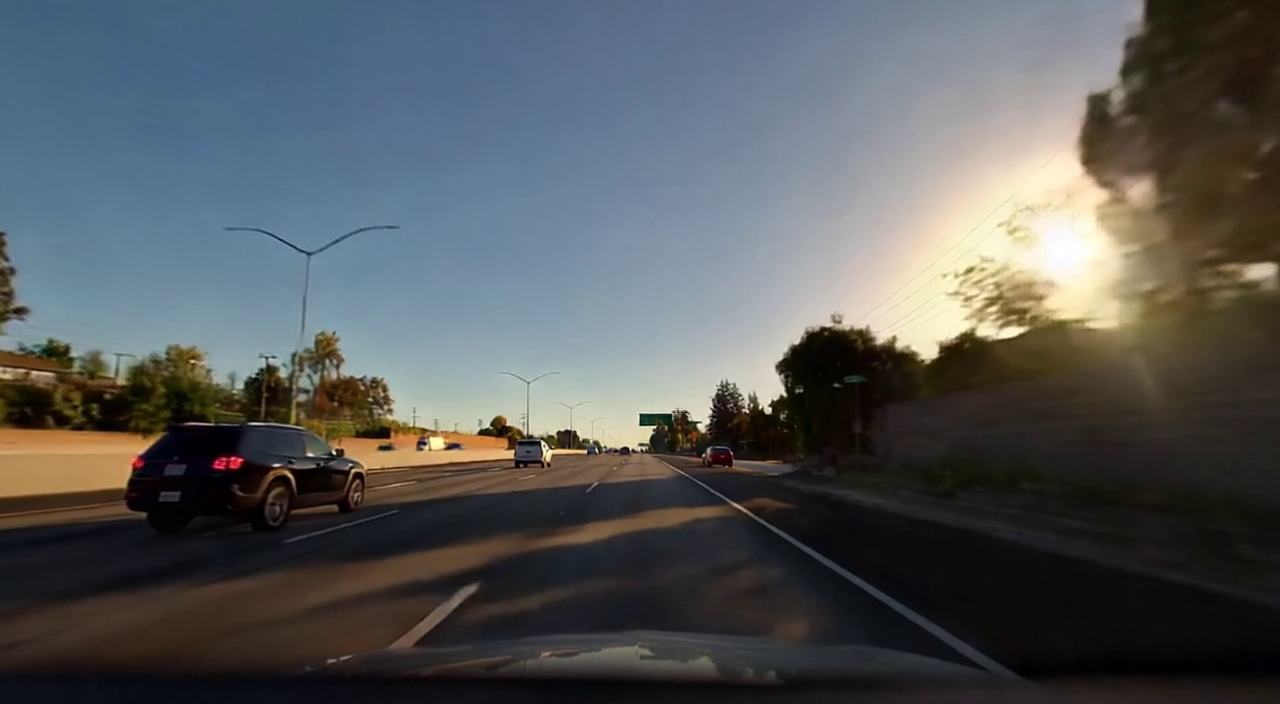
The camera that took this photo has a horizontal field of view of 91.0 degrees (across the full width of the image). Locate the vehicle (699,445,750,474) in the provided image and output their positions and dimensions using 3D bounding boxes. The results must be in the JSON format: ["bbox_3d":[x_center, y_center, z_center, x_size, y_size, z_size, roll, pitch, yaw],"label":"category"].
[{"bbox_3d":[4.805,6.176,36.442,2.251,1.520,4.550,1,-9,-1],"label":"vehicle"}]

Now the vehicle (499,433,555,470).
[{"bbox_3d":[-6.359,5.690,36.042,2.255,1.934,4.868,1,-9,0],"label":"vehicle"}]

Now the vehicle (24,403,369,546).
[{"bbox_3d":[-6.384,1.836,9.991,2.058,1.698,4.567,1,-9,1],"label":"vehicle"}]
